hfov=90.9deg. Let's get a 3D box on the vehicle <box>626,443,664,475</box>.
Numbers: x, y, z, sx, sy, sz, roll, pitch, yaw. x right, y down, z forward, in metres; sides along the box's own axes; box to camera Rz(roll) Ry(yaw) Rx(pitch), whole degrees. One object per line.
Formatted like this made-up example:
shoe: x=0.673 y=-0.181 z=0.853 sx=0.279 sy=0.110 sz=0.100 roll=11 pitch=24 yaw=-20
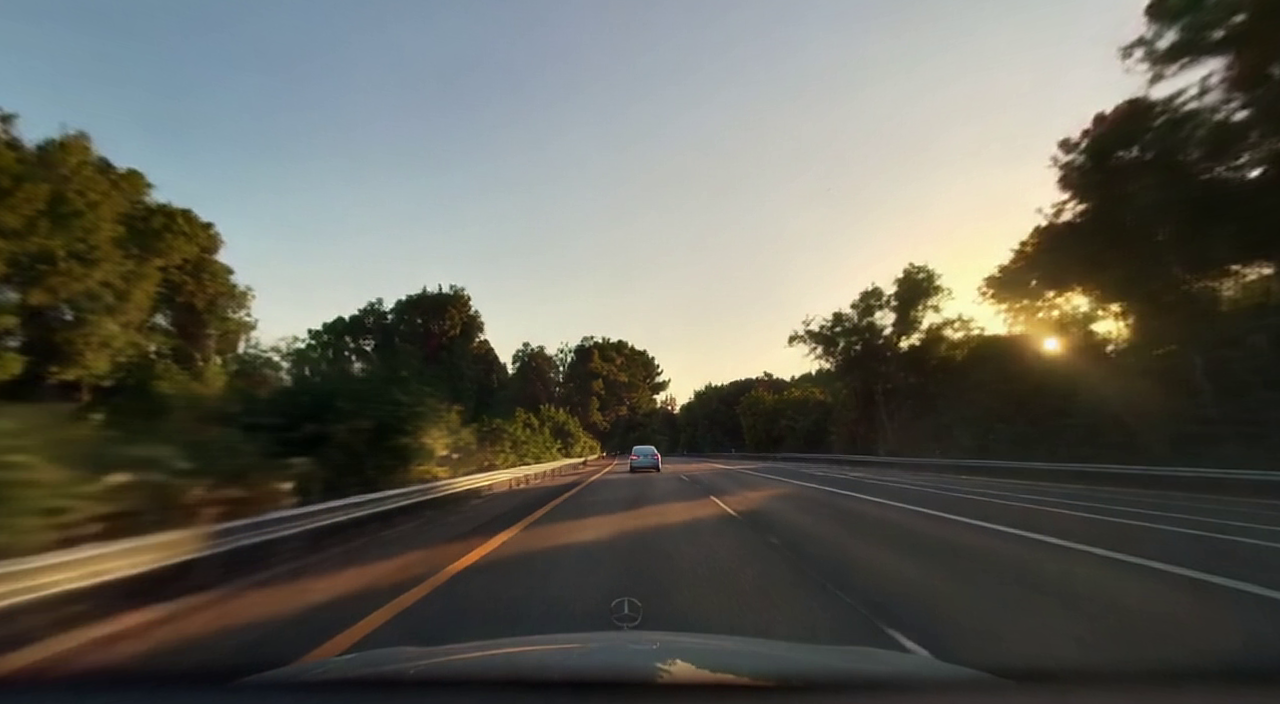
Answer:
vehicle: x=0.233 y=5.814 z=34.396 sx=1.987 sy=1.658 sz=3.620 roll=0 pitch=-9 yaw=0
